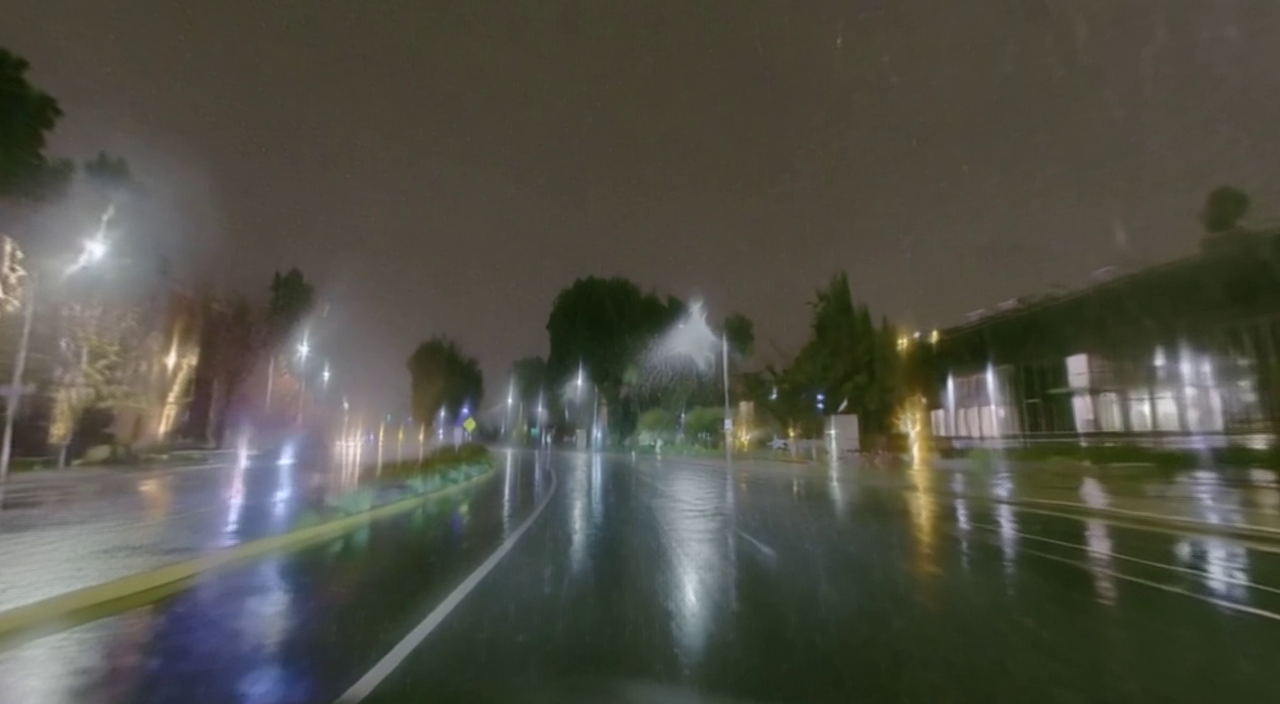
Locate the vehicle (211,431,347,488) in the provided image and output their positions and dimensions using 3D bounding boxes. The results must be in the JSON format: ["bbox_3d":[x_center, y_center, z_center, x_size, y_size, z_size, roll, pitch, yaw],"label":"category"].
[{"bbox_3d":[-12.573,3.773,22.434,2.349,1.790,4.940,1,-9,-7],"label":"vehicle"}]
